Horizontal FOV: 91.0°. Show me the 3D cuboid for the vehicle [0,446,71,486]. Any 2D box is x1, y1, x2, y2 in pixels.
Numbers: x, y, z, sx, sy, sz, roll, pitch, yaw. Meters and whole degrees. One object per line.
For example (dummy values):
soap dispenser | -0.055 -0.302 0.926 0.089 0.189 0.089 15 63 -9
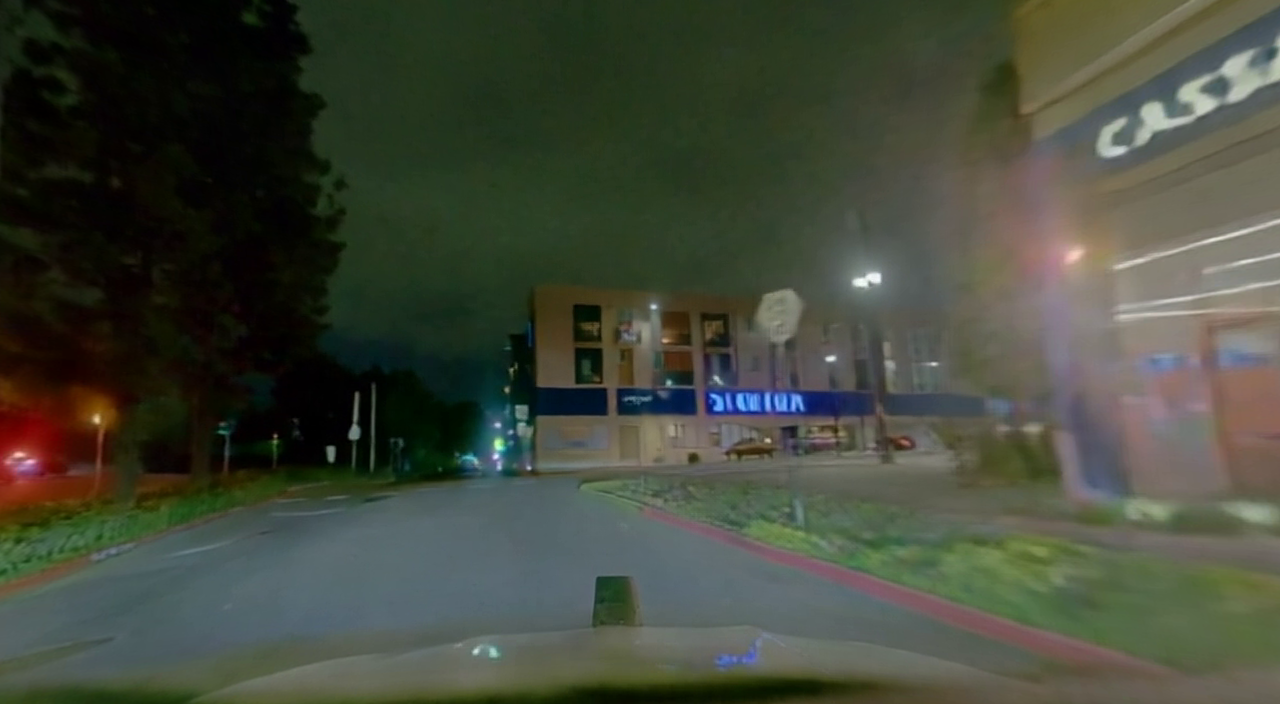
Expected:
vehicle | -35.169 6.502 36.239 1.870 1.563 4.039 18 -11 -19
